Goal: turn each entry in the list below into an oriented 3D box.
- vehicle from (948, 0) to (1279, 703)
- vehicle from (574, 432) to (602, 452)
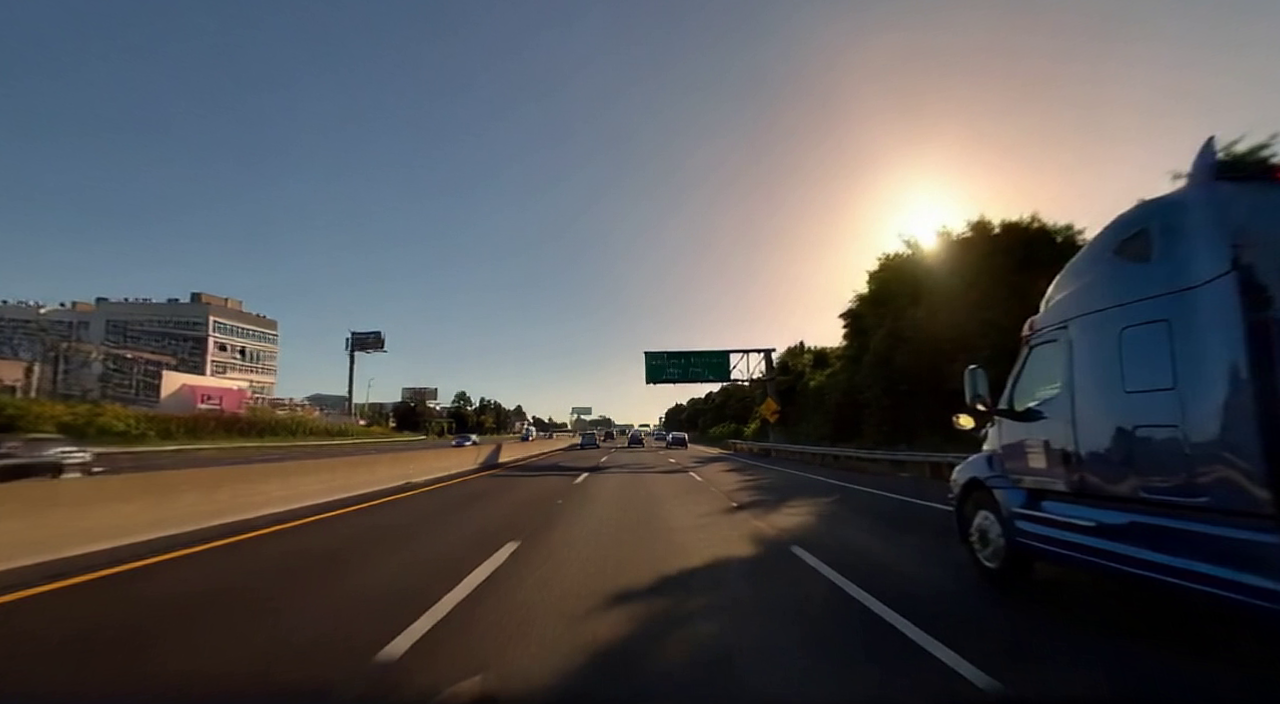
[{"bbox_3d":[3.834,-0.266,1.420,3.027,3.796,6.035,0,-8,-1],"label":"vehicle"},{"bbox_3d":[-4.017,6.965,48.867,1.930,1.484,3.849,0,-8,-1],"label":"vehicle"}]
